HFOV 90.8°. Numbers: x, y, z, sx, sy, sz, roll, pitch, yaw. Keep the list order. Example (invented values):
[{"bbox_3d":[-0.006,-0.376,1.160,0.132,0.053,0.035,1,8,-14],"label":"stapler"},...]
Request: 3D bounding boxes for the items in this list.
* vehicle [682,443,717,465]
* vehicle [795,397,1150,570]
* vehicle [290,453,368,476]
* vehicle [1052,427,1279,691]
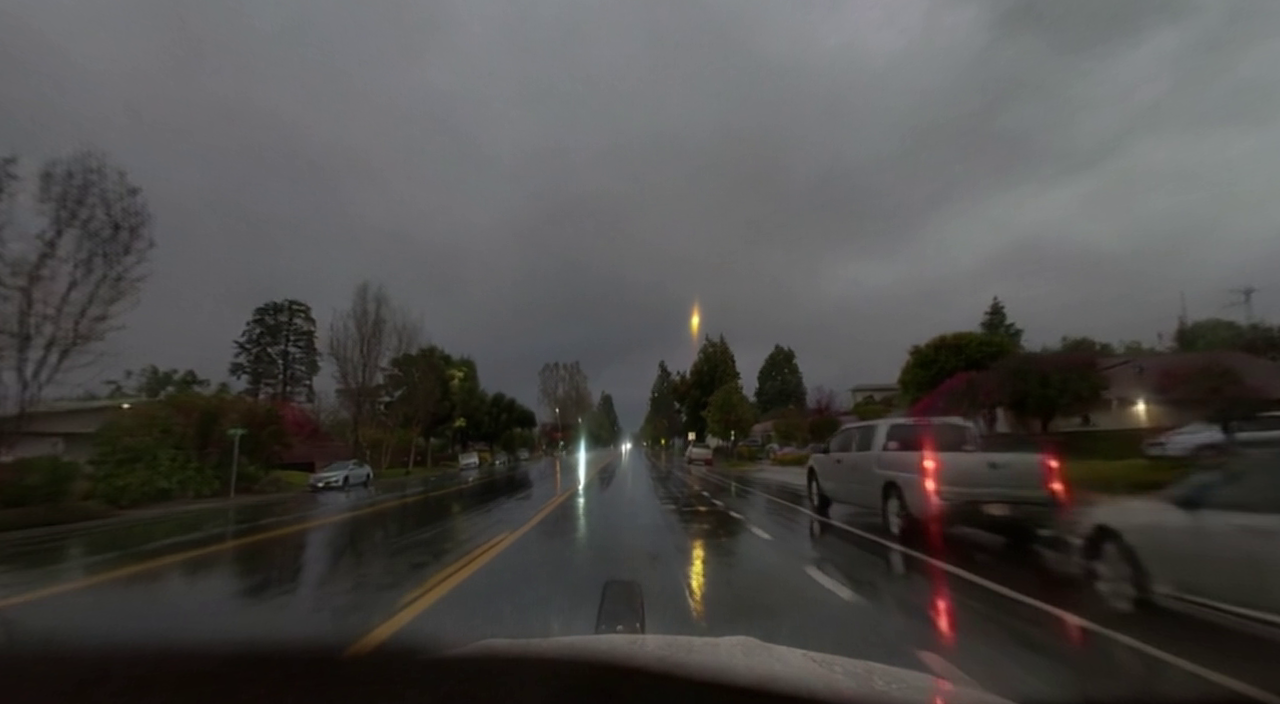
[{"bbox_3d":[4.043,7.010,43.577,1.970,1.455,4.233,0,-9,-1],"label":"vehicle"},{"bbox_3d":[4.347,1.879,9.873,2.293,1.858,5.868,0,-9,-1],"label":"vehicle"},{"bbox_3d":[-21.926,7.916,44.614,4.413,1.477,2.100,-1,-9,0],"label":"vehicle"},{"bbox_3d":[4.559,1.111,3.239,1.919,1.474,4.370,0,-9,0],"label":"vehicle"}]
